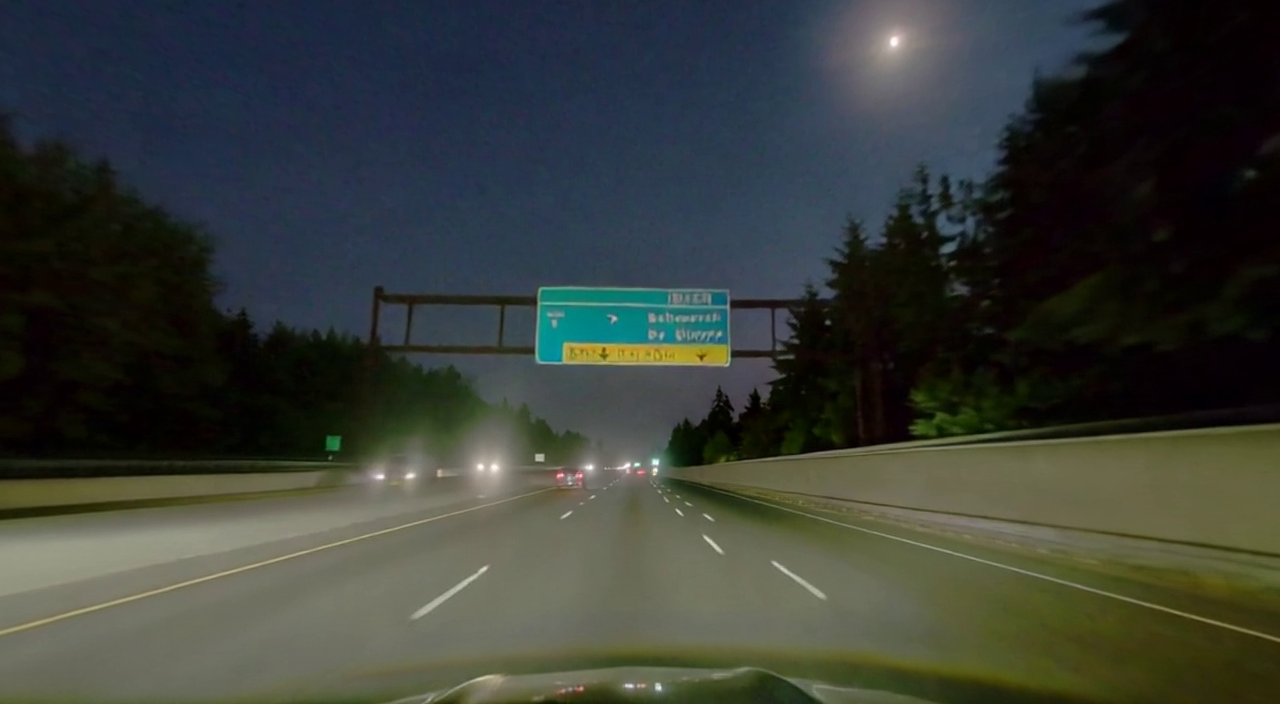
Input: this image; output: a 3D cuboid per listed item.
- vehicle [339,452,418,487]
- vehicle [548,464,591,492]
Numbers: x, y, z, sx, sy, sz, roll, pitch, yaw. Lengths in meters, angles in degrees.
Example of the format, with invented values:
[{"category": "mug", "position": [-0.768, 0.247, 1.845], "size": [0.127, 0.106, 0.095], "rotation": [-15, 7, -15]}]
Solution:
[{"category": "vehicle", "position": [-12.790, 5.811, 31.185], "size": [1.983, 1.559, 4.378], "rotation": [1, -10, 0]}, {"category": "vehicle", "position": [-4.073, 7.373, 36.969], "size": [2.006, 1.469, 4.050], "rotation": [1, -10, 0]}]
